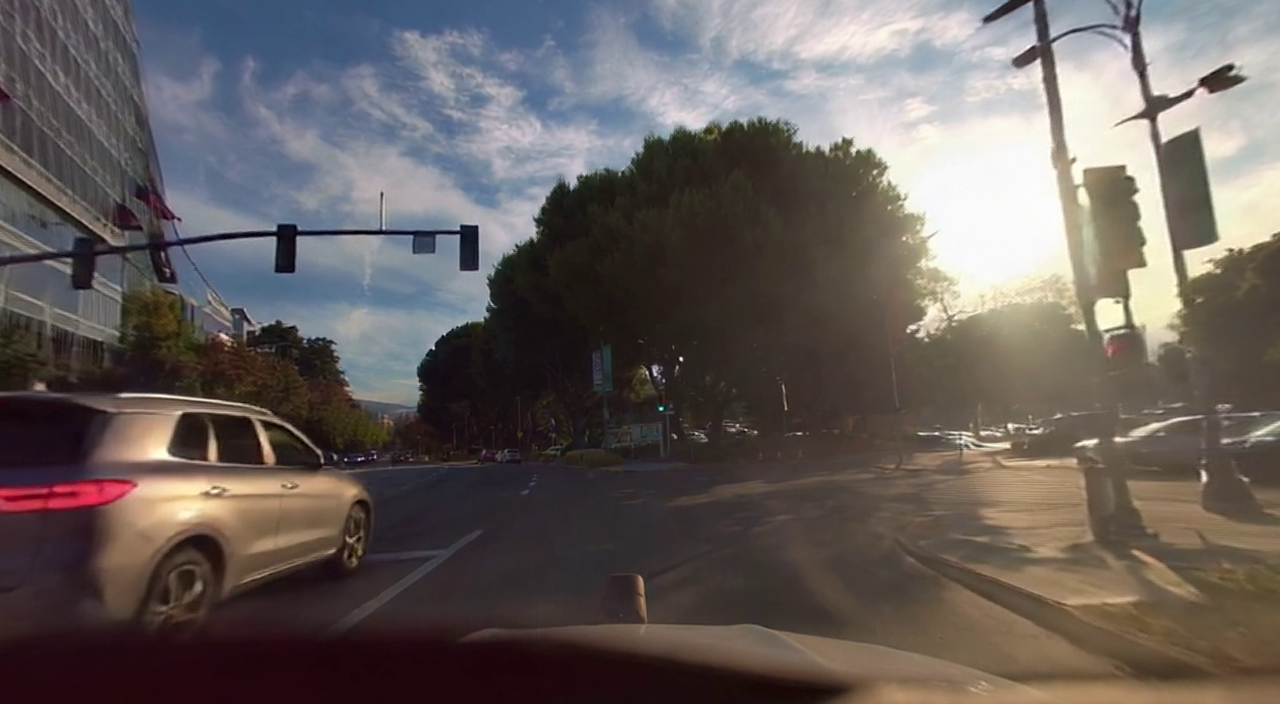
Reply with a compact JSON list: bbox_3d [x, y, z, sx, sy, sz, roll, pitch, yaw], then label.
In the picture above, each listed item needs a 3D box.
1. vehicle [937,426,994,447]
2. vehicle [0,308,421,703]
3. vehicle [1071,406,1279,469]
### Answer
[{"bbox_3d":[25.376,6.626,49.224,3.966,1.585,1.921,4,-10,-27],"label":"vehicle"},{"bbox_3d":[-3.629,1.081,4.797,2.134,1.799,5.082,0,-9,0],"label":"vehicle"},{"bbox_3d":[16.937,2.754,20.091,4.857,1.803,2.147,-4,-9,23],"label":"vehicle"}]
